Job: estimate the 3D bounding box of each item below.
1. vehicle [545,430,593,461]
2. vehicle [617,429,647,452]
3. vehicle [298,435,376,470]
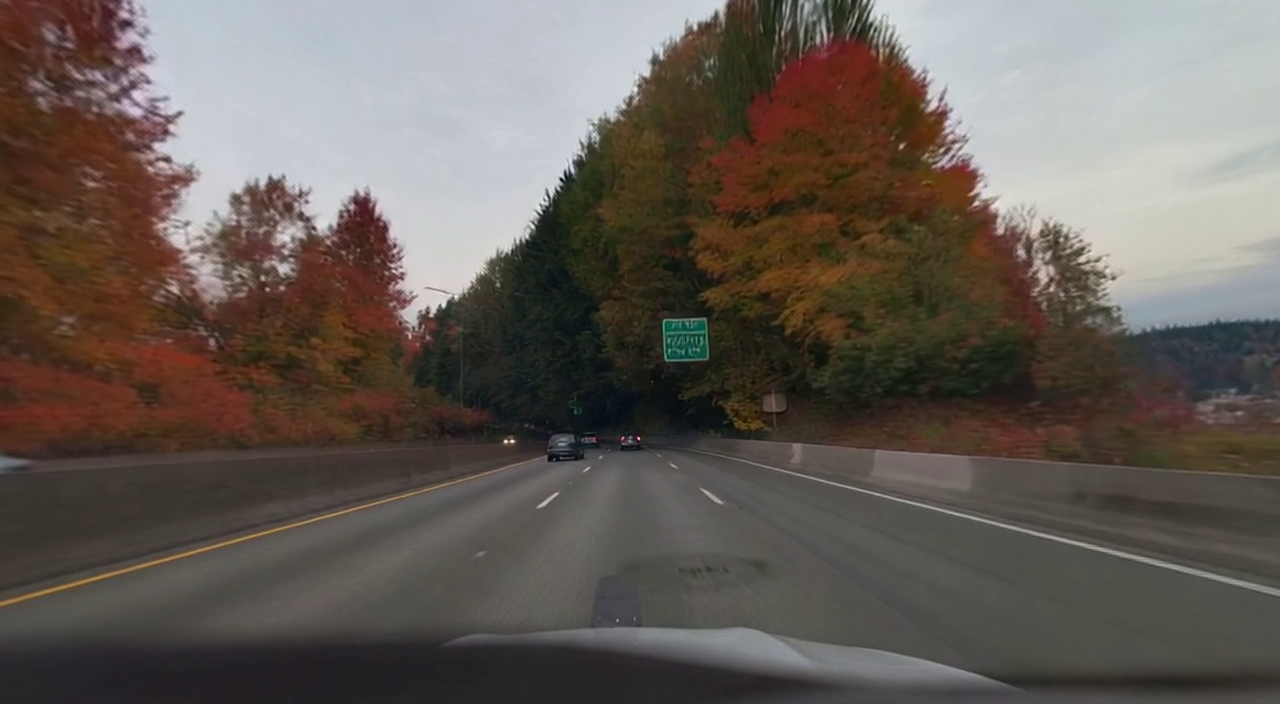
[{"bbox_3d":[-3.592,4.828,32.655,1.989,1.497,4.645,0,-8,0],"label":"vehicle"},{"bbox_3d":[-0.603,6.398,45.470,2.054,1.609,3.859,0,-8,-1],"label":"vehicle"},{"bbox_3d":[-15.471,5.113,32.352,1.923,1.674,4.216,0,-8,0],"label":"vehicle"}]
